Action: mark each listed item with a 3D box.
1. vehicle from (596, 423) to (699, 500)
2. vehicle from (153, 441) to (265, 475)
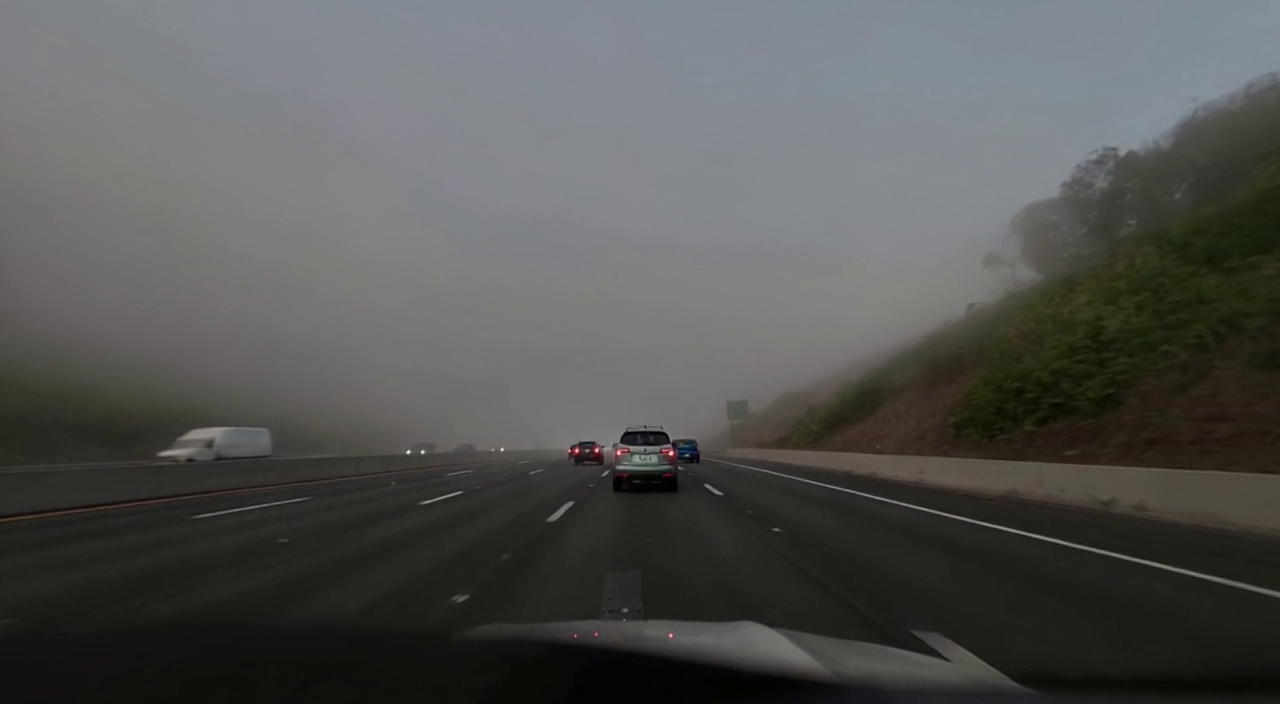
[{"bbox_3d":[0.173,2.938,17.223,2.447,1.804,4.273,0,-9,0],"label":"vehicle"},{"bbox_3d":[-24.236,5.981,35.841,2.271,1.728,5.807,0,-9,1],"label":"vehicle"}]
